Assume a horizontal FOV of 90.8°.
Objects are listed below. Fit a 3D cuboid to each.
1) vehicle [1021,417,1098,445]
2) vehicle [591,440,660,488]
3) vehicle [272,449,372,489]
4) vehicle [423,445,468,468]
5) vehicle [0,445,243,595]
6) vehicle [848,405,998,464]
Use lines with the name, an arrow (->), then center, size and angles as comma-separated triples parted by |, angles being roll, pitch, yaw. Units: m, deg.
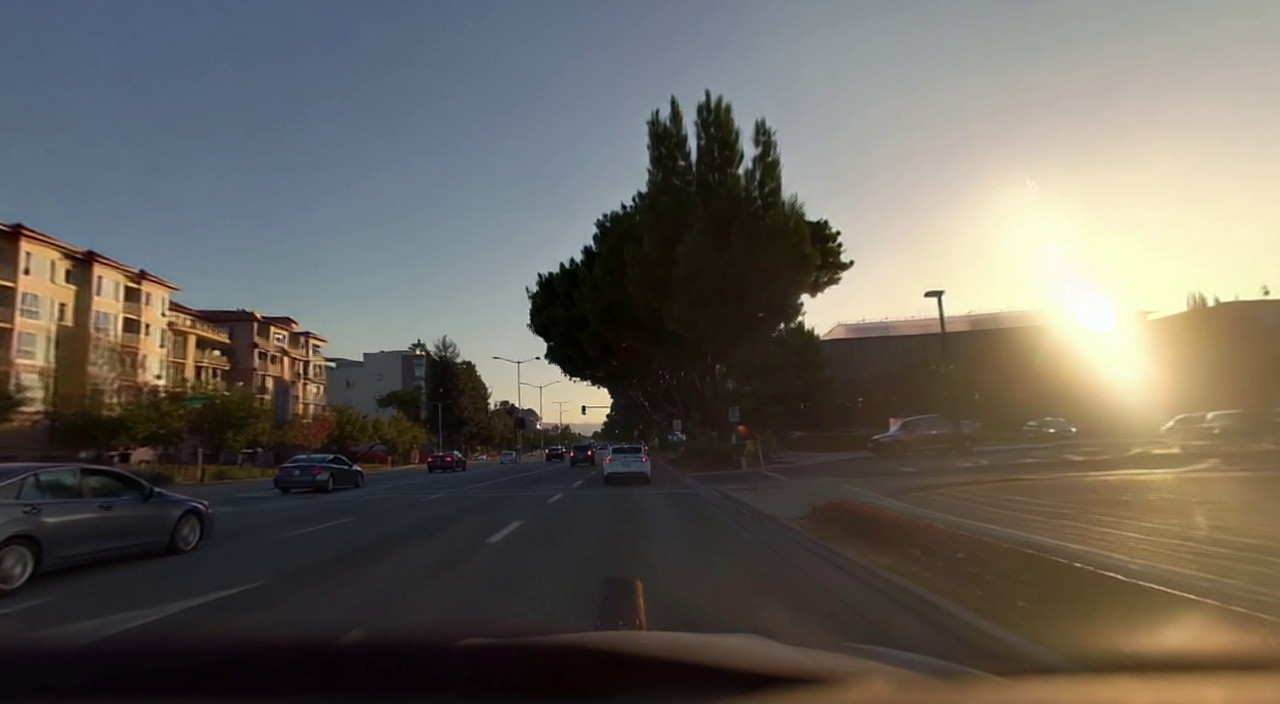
vehicle -> 27.534, 5.153, 41.500 | 3.745, 1.450, 1.750 | -5, -5, -3
vehicle -> -0.471, 3.749, 21.501 | 2.099, 1.469, 4.389 | 0, -8, -1
vehicle -> -13.158, 4.830, 26.502 | 2.024, 1.484, 4.592 | 1, -9, -3
vehicle -> -14.792, 7.951, 48.199 | 2.064, 1.686, 4.380 | 0, -8, -1
vehicle -> -7.230, 1.862, 7.653 | 1.906, 1.449, 4.576 | 0, -8, -1
vehicle -> 12.485, 3.683, 28.202 | 5.253, 2.014, 2.666 | -5, -7, -5
